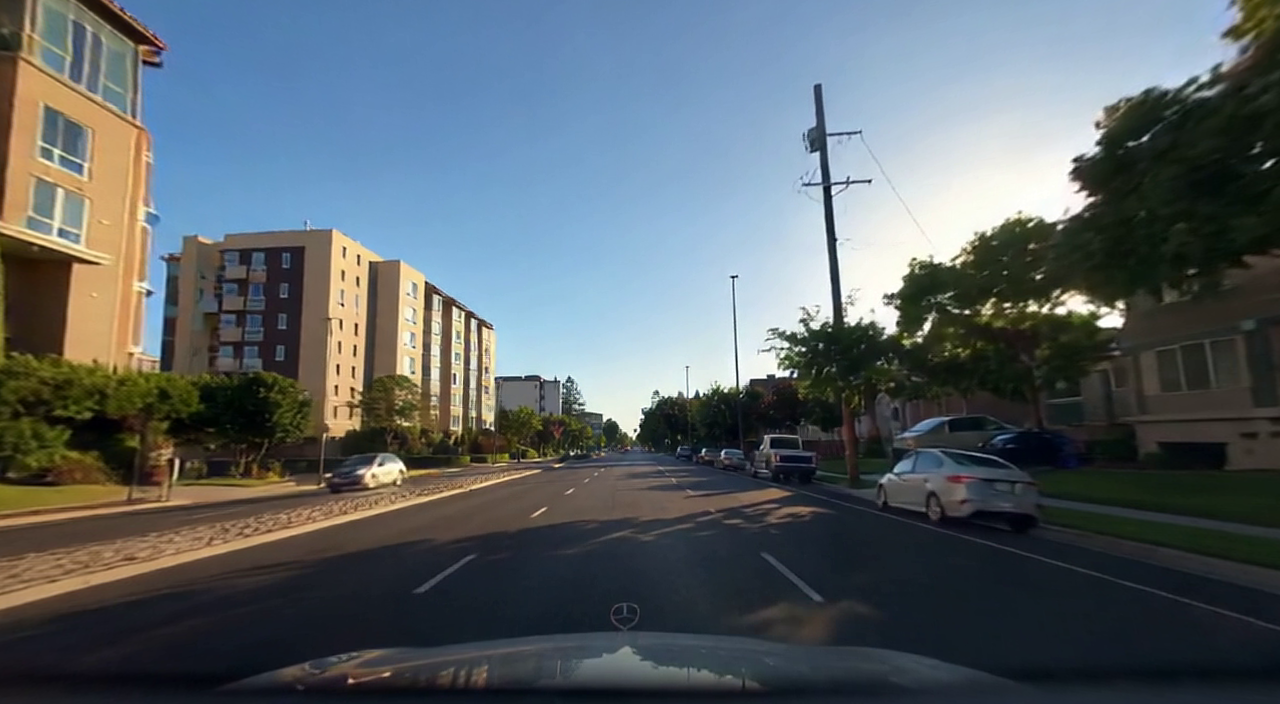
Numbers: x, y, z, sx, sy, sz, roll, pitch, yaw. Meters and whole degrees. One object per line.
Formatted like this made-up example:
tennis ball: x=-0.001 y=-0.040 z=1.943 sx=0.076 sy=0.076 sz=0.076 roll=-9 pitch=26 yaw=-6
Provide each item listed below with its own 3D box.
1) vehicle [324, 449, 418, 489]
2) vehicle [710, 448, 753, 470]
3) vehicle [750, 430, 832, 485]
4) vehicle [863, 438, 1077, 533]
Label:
vehicle: x=-10.666 y=4.642 z=25.459 sx=1.847 sy=1.460 sz=4.294 roll=-1 pitch=-9 yaw=1
vehicle: x=6.059 y=7.147 z=42.402 sx=2.013 sy=1.408 sz=5.011 roll=0 pitch=-9 yaw=-1
vehicle: x=6.286 y=4.498 z=27.243 sx=2.267 sy=2.037 sz=6.240 roll=-1 pitch=-9 yaw=3
vehicle: x=6.149 y=2.513 z=12.499 sx=1.914 sy=1.517 sz=4.320 roll=0 pitch=-9 yaw=0
